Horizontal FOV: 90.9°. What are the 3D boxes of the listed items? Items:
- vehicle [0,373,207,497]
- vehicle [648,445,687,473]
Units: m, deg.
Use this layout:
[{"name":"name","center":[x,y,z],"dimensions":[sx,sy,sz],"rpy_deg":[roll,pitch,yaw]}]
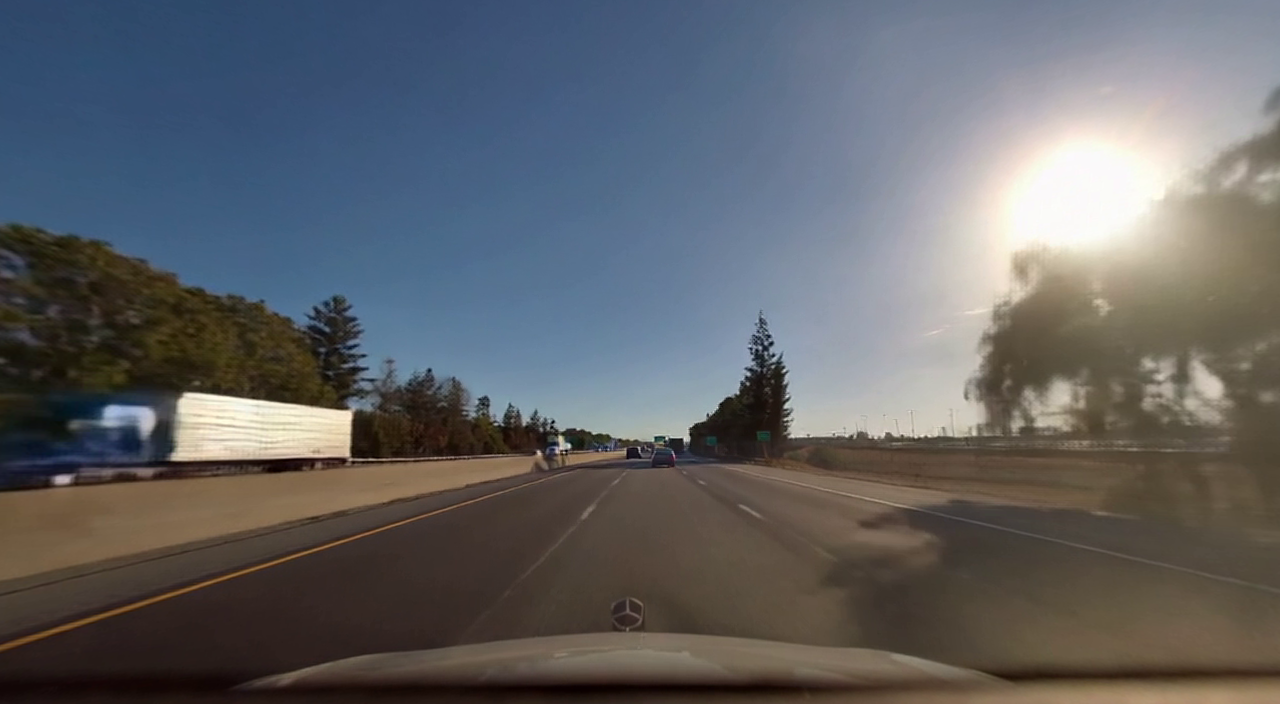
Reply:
[{"name":"vehicle","center":[-19.369,3.025,22.649],"dimensions":[3.144,3.853,5.859],"rpy_deg":[0,-9,1]},{"name":"vehicle","center":[1.671,6.741,39.881],"dimensions":[2.231,1.652,4.503],"rpy_deg":[0,-9,0]}]
